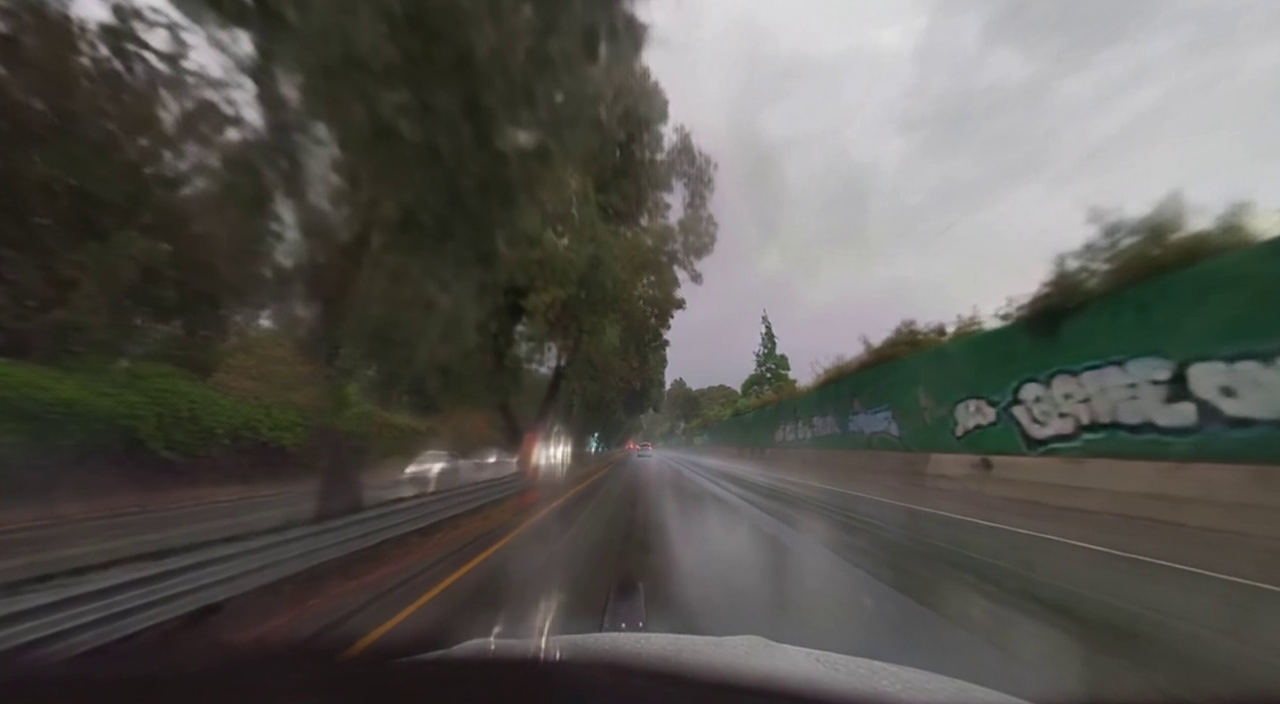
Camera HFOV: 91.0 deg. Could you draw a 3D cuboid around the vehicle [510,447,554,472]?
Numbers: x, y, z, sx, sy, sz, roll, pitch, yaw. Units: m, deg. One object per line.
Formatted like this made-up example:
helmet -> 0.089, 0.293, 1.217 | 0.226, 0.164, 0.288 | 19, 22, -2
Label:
vehicle -> -6.899, 6.901, 40.631 | 2.034, 1.457, 4.469 | 0, -8, 1
